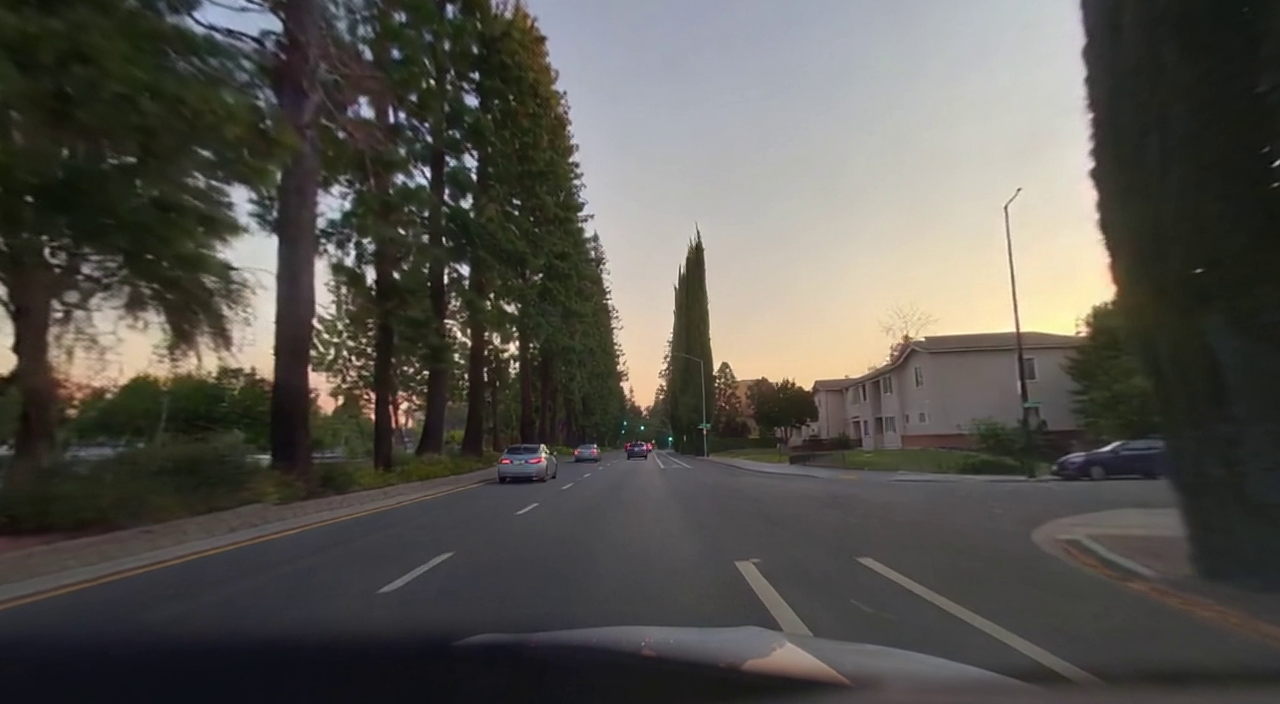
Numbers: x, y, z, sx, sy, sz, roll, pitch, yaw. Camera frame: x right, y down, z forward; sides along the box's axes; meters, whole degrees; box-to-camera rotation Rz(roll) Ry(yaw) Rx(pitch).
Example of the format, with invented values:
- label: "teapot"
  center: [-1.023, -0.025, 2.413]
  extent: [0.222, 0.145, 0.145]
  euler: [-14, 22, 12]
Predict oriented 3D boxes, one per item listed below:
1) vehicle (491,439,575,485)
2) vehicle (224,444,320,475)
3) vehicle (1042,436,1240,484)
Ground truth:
- label: "vehicle"
  center: [-3.723, 3.925, 22.914]
  extent: [2.188, 1.473, 4.651]
  euler: [0, -8, 1]
- label: "vehicle"
  center: [-19.939, 5.821, 34.487]
  extent: [2.041, 1.566, 5.174]
  euler: [0, -8, 1]
- label: "vehicle"
  center: [17.194, 3.716, 21.867]
  extent: [4.970, 1.575, 2.140]
  euler: [0, -8, 2]
